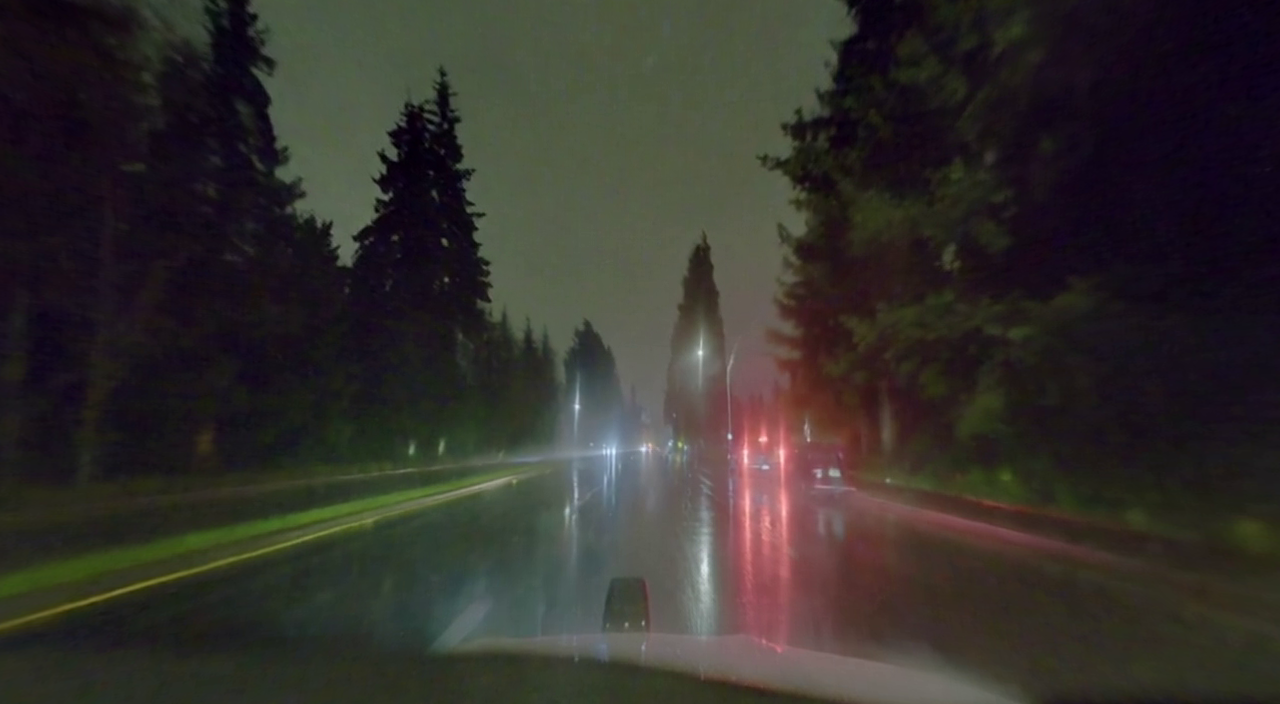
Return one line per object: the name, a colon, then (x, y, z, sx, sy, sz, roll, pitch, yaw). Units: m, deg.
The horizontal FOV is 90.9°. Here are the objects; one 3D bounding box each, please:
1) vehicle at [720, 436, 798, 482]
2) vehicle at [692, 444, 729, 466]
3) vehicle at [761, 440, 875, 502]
vehicle: (4.852, 4.434, 26.482, 2.205, 1.728, 4.855, 0, -8, -1)
vehicle: (5.079, 7.484, 45.869, 2.184, 1.496, 4.615, 0, -8, 1)
vehicle: (4.870, 3.296, 18.012, 1.920, 1.514, 4.746, 0, -8, 1)
